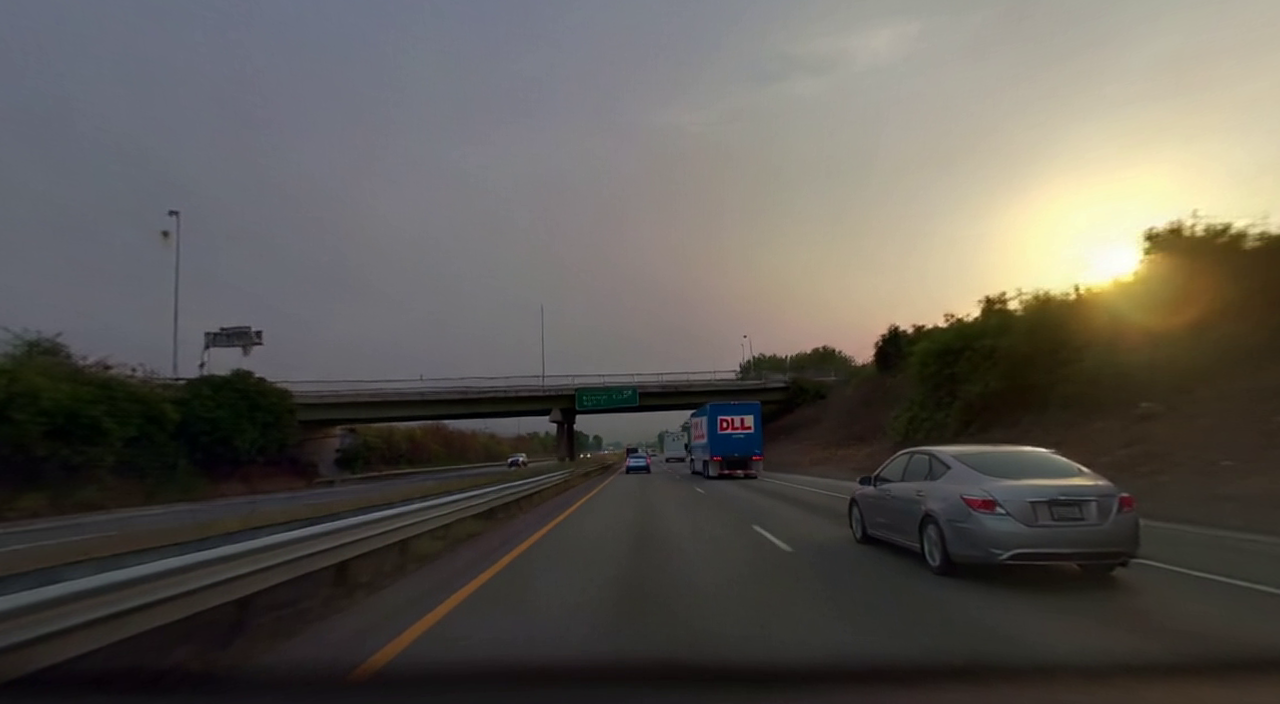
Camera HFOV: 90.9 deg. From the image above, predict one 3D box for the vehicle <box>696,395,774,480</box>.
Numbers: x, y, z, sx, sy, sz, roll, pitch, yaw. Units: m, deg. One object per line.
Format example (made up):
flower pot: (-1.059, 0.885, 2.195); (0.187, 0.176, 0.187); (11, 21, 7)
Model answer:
vehicle: (4.883, 4.659, 33.977); (2.838, 3.985, 8.010); (0, -9, 0)

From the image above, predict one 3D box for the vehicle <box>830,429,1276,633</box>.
vehicle: (3.638, 1.627, 6.714); (1.894, 1.452, 4.164); (0, -9, 0)

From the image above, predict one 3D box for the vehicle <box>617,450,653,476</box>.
vehicle: (-0.262, 6.661, 37.980); (2.055, 1.445, 3.661); (0, -9, 0)
